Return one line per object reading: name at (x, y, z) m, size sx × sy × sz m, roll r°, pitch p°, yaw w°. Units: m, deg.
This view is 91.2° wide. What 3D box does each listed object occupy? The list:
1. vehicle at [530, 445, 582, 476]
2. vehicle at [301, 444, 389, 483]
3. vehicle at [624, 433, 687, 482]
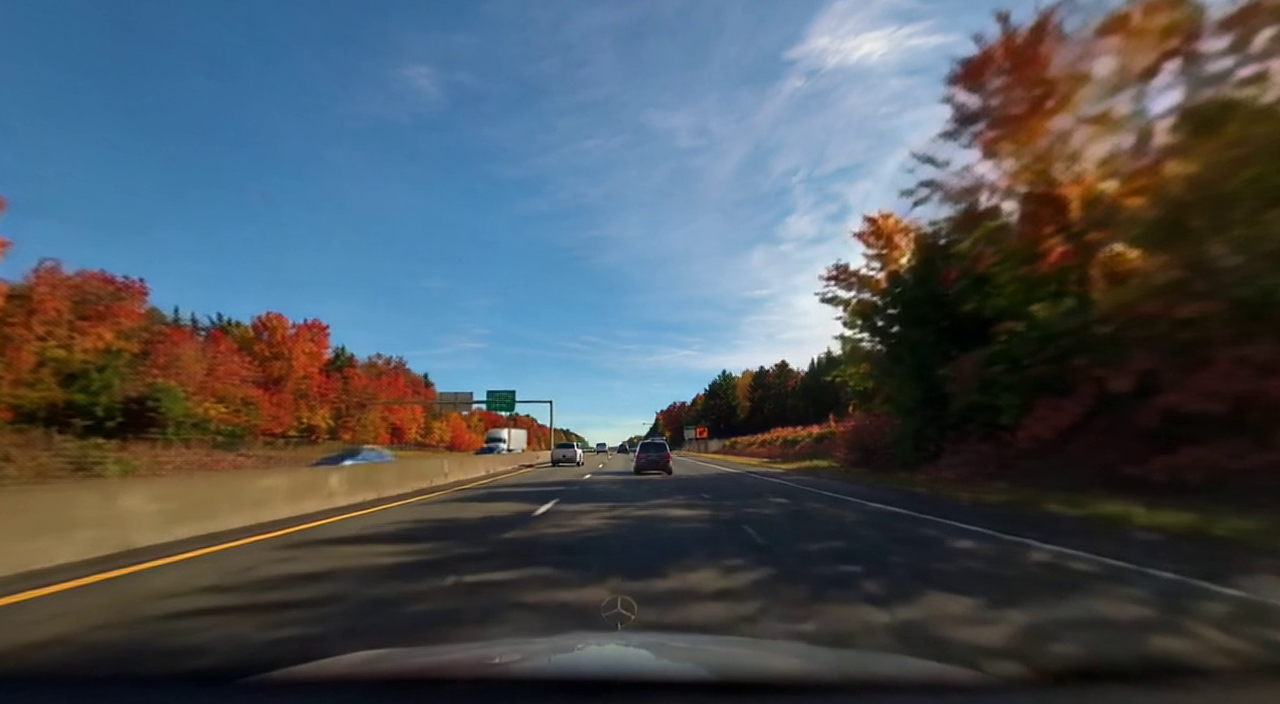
vehicle at (-4.059, 5.294, 30.857) m, size 2.037 × 1.418 × 3.793 m, roll 0°, pitch -9°, yaw 0°
vehicle at (-13.528, 5.112, 29.034) m, size 1.979 × 1.647 × 4.207 m, roll 0°, pitch -9°, yaw 0°
vehicle at (0.515, 4.168, 24.935) m, size 2.250 × 1.718 × 4.358 m, roll 0°, pitch -9°, yaw -1°
